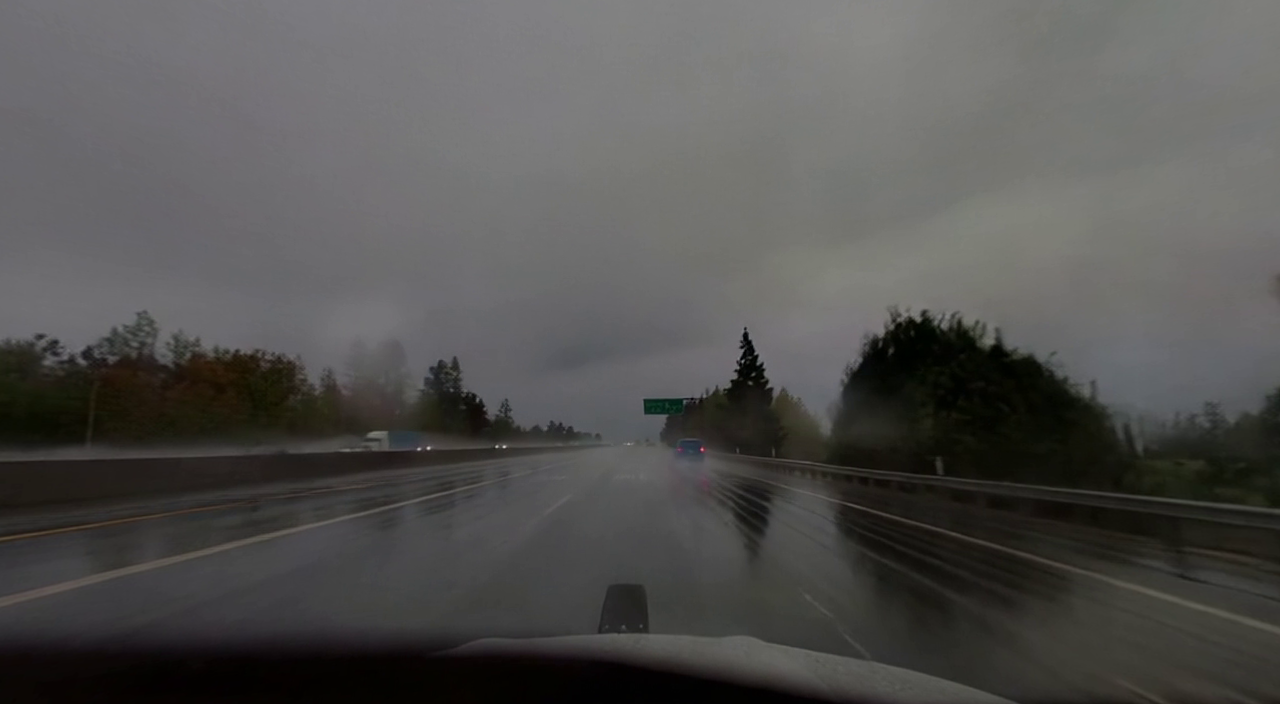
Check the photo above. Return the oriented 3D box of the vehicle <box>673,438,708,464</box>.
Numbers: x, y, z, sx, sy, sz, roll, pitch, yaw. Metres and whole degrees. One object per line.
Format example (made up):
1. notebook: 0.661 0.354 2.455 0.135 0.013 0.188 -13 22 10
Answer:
1. vehicle: 3.878 7.679 49.055 2.172 1.930 4.879 0 -8 -2
